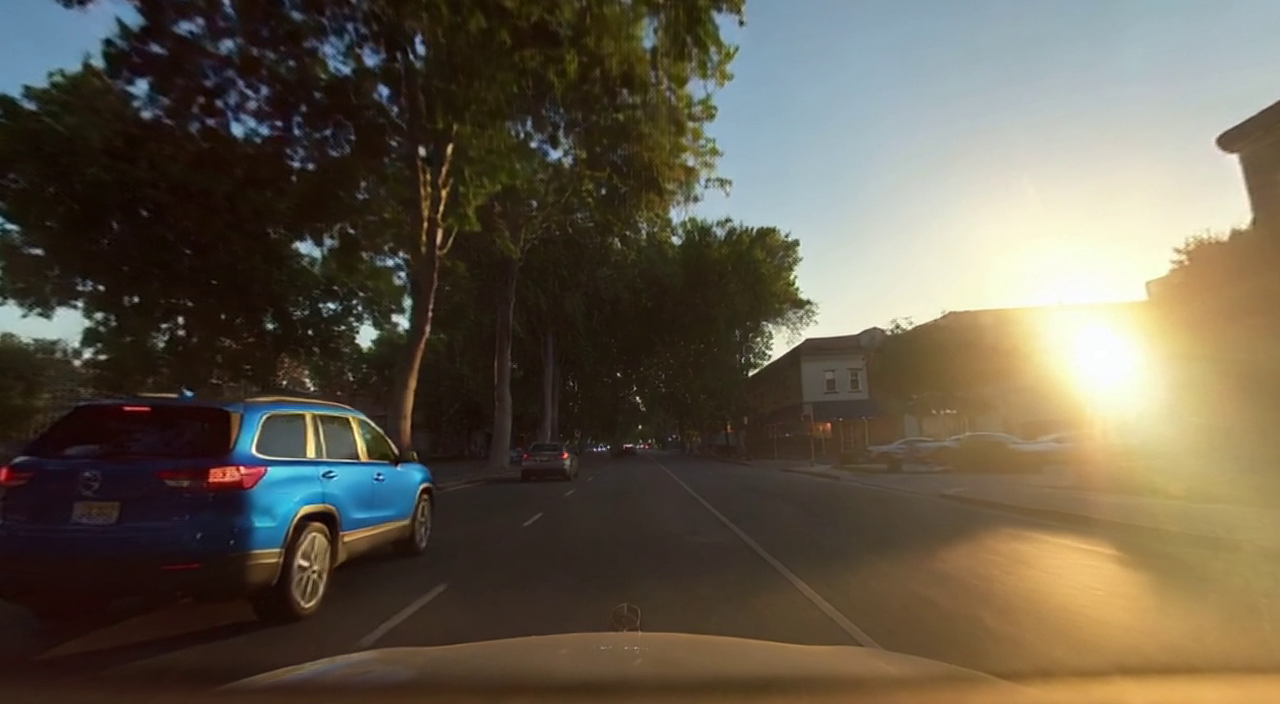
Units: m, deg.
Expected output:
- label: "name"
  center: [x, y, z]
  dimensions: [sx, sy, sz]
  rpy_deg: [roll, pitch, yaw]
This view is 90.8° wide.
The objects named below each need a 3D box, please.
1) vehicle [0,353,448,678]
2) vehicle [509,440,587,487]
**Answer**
- label: "vehicle"
  center: [-3.459, 1.232, 5.797]
  dimensions: [2.042, 1.817, 4.364]
  rpy_deg: [0, -8, -1]
- label: "vehicle"
  center: [-3.132, 3.896, 22.497]
  dimensions: [2.069, 1.470, 4.601]
  rpy_deg: [0, -8, 1]
